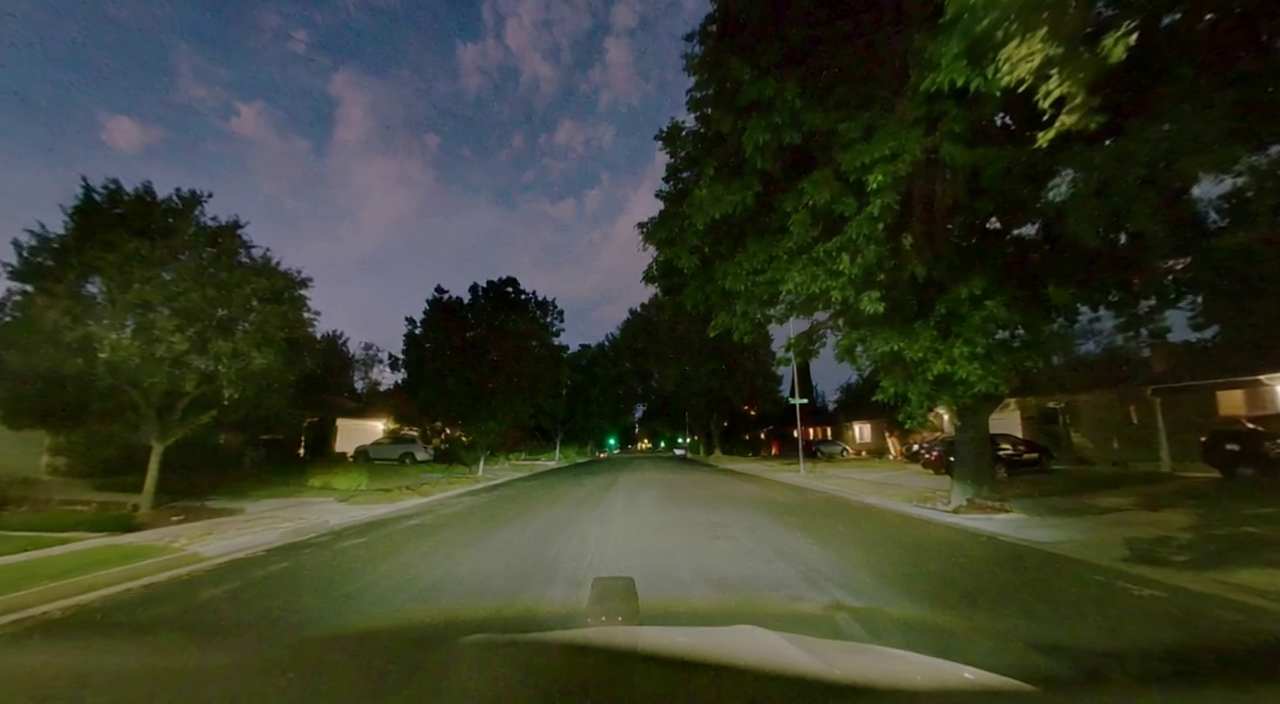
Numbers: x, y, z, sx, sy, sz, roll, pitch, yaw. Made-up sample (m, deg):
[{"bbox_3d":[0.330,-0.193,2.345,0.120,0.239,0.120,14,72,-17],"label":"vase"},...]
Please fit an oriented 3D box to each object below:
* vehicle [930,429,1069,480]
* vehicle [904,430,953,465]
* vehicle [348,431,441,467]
[{"bbox_3d":[13.329,3.772,23.333,4.708,1.727,2.076,4,-10,-26],"label":"vehicle"},{"bbox_3d":[16.714,5.541,36.422,2.288,1.880,4.939,-4,-10,25],"label":"vehicle"},{"bbox_3d":[-14.910,5.930,38.652,2.575,2.031,5.155,-2,-8,18],"label":"vehicle"}]
